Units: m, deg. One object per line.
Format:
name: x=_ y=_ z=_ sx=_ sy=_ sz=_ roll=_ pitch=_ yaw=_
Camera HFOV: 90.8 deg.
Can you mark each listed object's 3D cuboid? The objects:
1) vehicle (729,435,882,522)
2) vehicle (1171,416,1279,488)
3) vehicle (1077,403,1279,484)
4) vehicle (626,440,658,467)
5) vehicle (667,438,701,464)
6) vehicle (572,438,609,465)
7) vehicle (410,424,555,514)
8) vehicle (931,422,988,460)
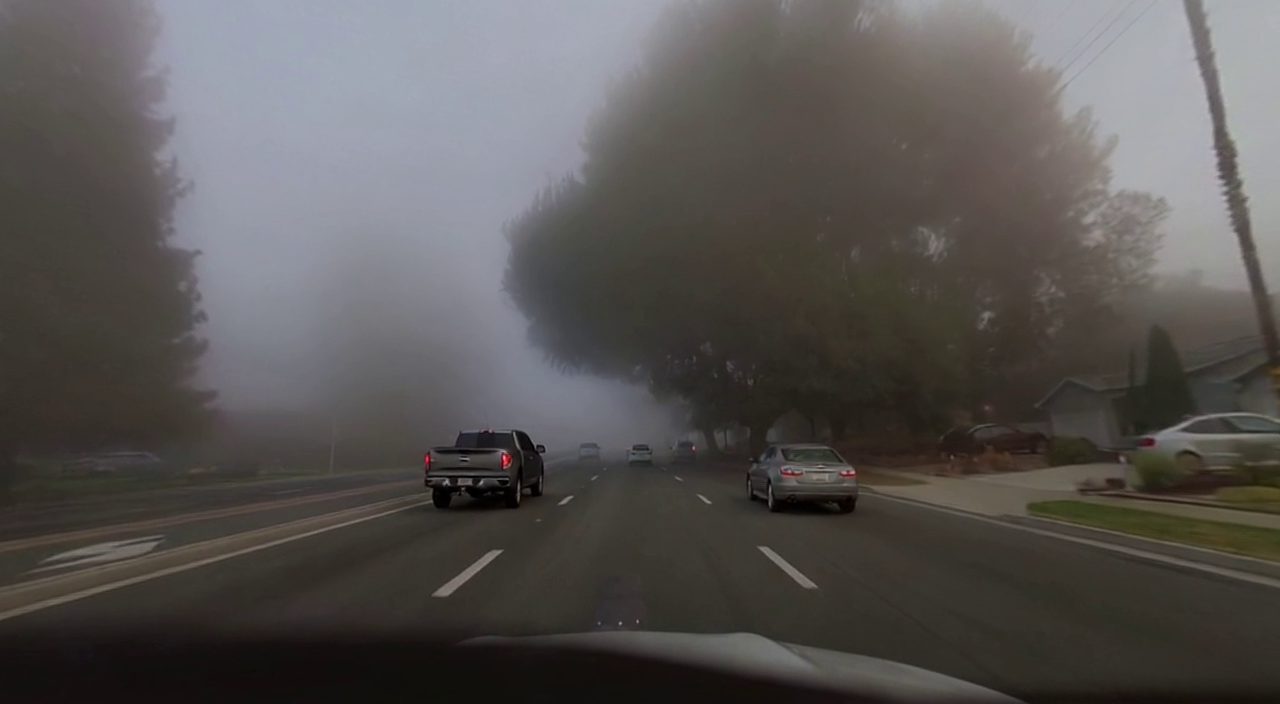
vehicle: x=3.128 y=2.472 z=12.922 sx=1.884 sy=1.463 sz=4.195 roll=0 pitch=-8 yaw=-1
vehicle: x=14.856 y=2.212 z=14.103 sx=4.267 sy=1.480 sz=1.817 roll=0 pitch=-8 yaw=1
vehicle: x=14.826 y=2.398 z=16.706 sx=4.814 sy=1.805 sz=2.051 roll=-4 pitch=-9 yaw=4
vehicle: x=0.093 y=6.464 z=40.511 sx=1.997 sy=1.636 sz=3.760 roll=0 pitch=-8 yaw=-1
vehicle: x=3.294 y=7.484 z=48.028 sx=2.099 sy=1.845 sz=4.363 roll=0 pitch=-8 yaw=-2
vehicle: x=-3.438 y=6.977 z=44.422 sx=2.218 sy=1.829 sz=4.492 roll=0 pitch=-8 yaw=0
vehicle: x=-3.468 y=2.703 z=15.148 sx=2.111 sy=1.745 sz=5.274 roll=0 pitch=-8 yaw=0
vehicle: x=15.493 y=4.369 z=30.829 sx=1.899 sy=1.690 sz=4.275 roll=-3 pitch=-9 yaw=20
